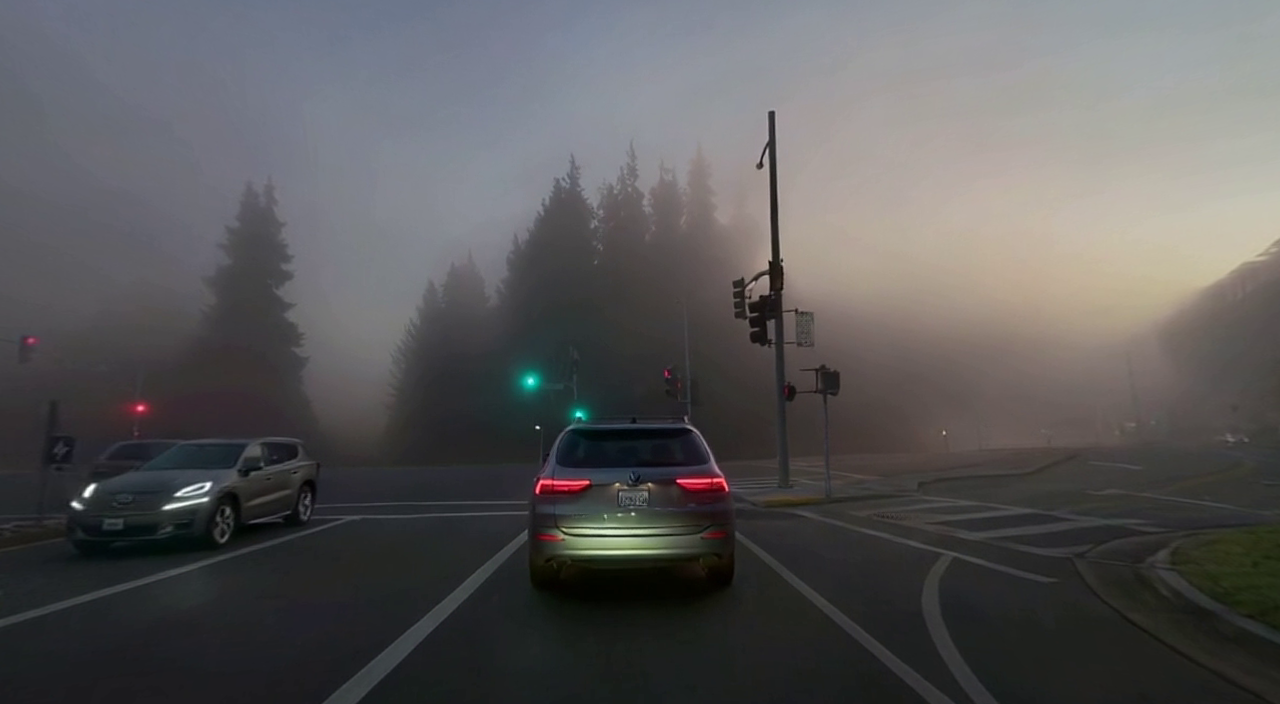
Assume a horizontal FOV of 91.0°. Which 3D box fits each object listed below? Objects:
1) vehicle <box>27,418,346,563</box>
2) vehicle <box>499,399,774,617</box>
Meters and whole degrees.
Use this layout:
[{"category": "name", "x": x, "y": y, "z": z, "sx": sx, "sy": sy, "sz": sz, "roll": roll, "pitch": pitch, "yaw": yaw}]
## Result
[{"category": "vehicle", "x": -6.405, "y": 1.968, "z": 9.689, "sx": 2.020, "sy": 1.695, "sz": 4.187, "roll": 1, "pitch": -9, "yaw": -5}, {"category": "vehicle", "x": -0.179, "y": 1.525, "z": 7.075, "sx": 2.154, "sy": 1.670, "sz": 4.140, "roll": 1, "pitch": -9, "yaw": -5}]
